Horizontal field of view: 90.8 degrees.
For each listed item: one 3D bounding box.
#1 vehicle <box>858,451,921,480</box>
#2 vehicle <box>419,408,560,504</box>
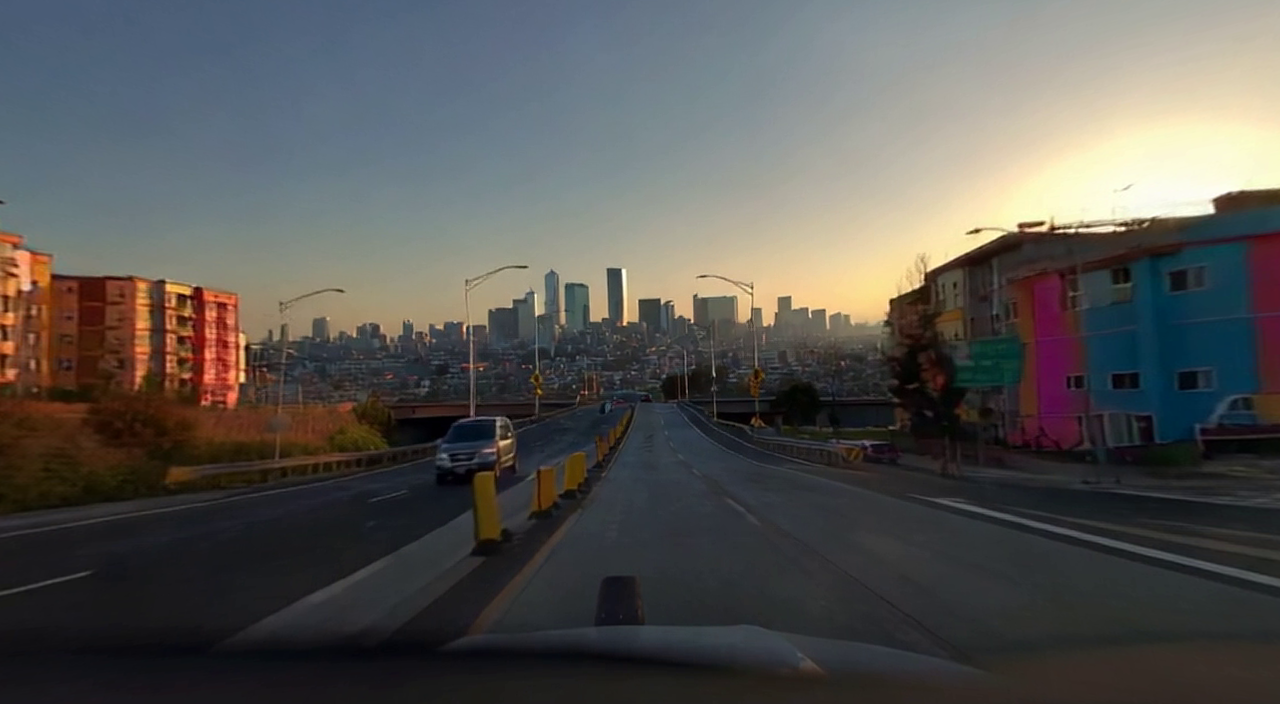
[{"bbox_3d":[14.279,6.502,36.428,1.809,1.497,3.837,-1,-9,-4],"label":"vehicle"},{"bbox_3d":[-3.191,2.340,14.448,2.109,1.848,4.338,0,-8,1],"label":"vehicle"}]
